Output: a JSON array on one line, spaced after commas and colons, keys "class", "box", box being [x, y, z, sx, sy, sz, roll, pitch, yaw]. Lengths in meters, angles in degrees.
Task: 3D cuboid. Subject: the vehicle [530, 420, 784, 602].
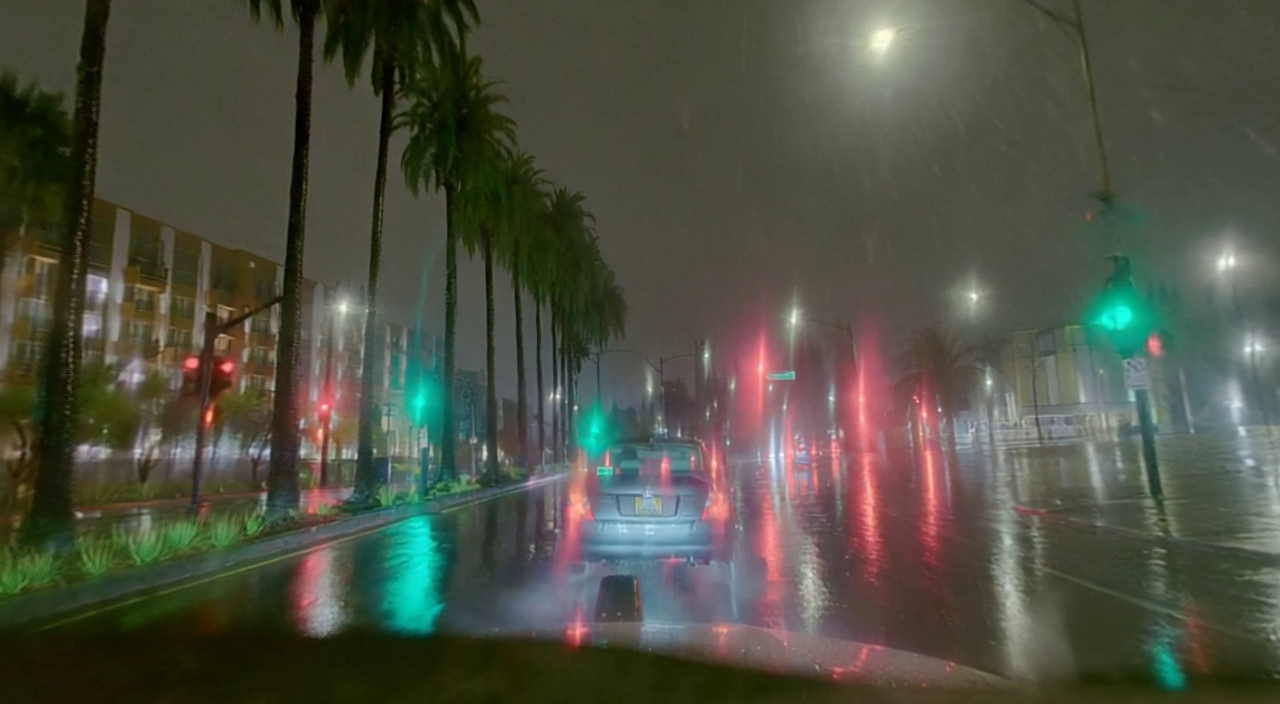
[{"class": "vehicle", "box": [0.160, 1.631, 7.338, 2.096, 1.492, 4.071, 0, -9, 1]}]
